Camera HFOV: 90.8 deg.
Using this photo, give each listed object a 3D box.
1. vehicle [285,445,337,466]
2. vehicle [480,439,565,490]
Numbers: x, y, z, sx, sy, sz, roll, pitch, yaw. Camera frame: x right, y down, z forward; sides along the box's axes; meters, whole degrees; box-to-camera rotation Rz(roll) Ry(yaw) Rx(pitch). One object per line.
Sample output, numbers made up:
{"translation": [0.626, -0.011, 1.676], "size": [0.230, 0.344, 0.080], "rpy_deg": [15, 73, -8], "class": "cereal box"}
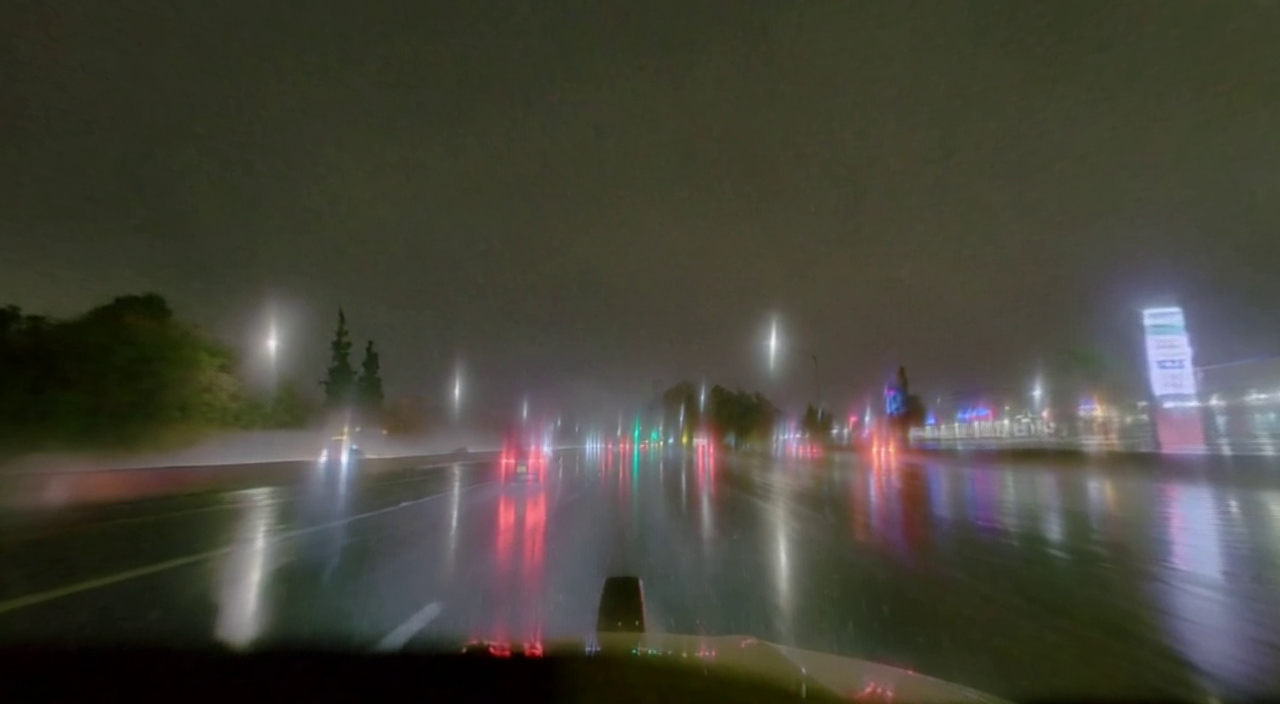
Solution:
{"translation": [-22.969, 7.232, 44.192], "size": [1.696, 1.391, 3.458], "rpy_deg": [0, -8, 0], "class": "vehicle"}
{"translation": [-3.767, 3.688, 21.019], "size": [1.939, 1.508, 4.272], "rpy_deg": [0, -8, 1], "class": "vehicle"}
